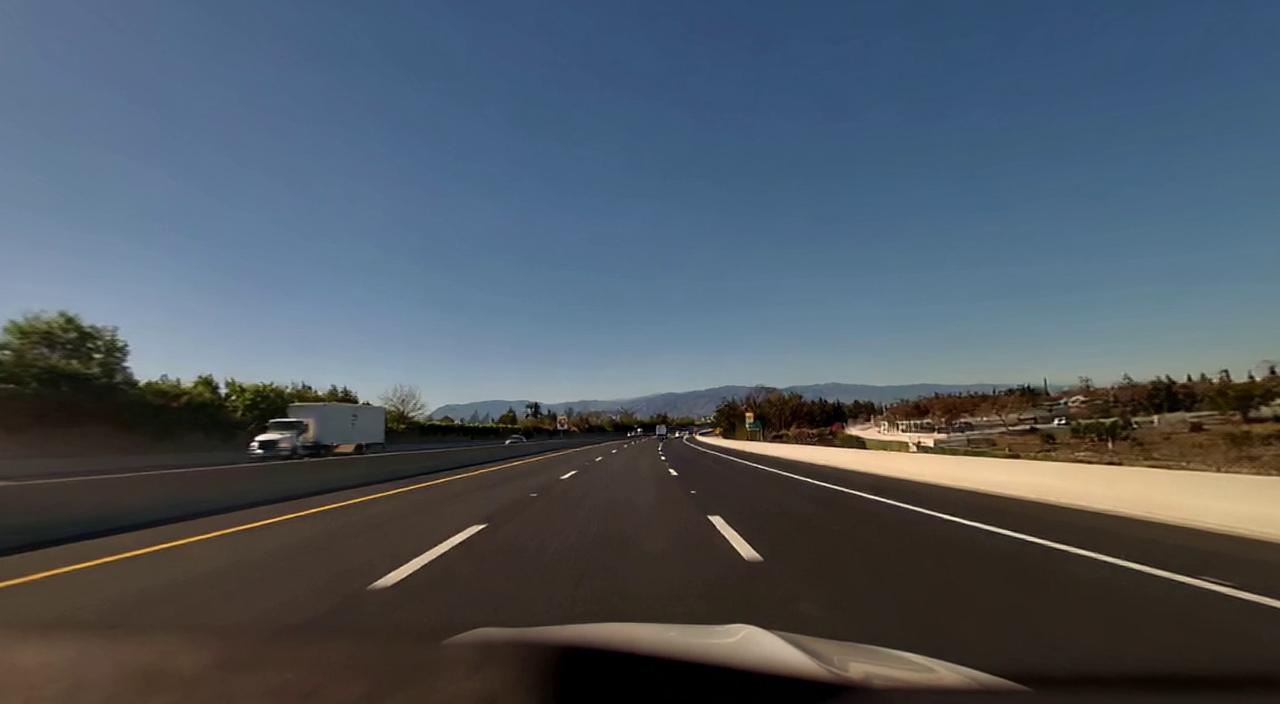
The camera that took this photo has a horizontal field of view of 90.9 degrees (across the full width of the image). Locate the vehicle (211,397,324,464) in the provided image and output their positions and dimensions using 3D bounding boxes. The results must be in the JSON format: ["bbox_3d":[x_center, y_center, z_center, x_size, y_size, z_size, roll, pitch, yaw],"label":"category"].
[{"bbox_3d":[-23.982,5.124,41.083,3.205,4.025,6.470,0,-8,1],"label":"vehicle"}]
